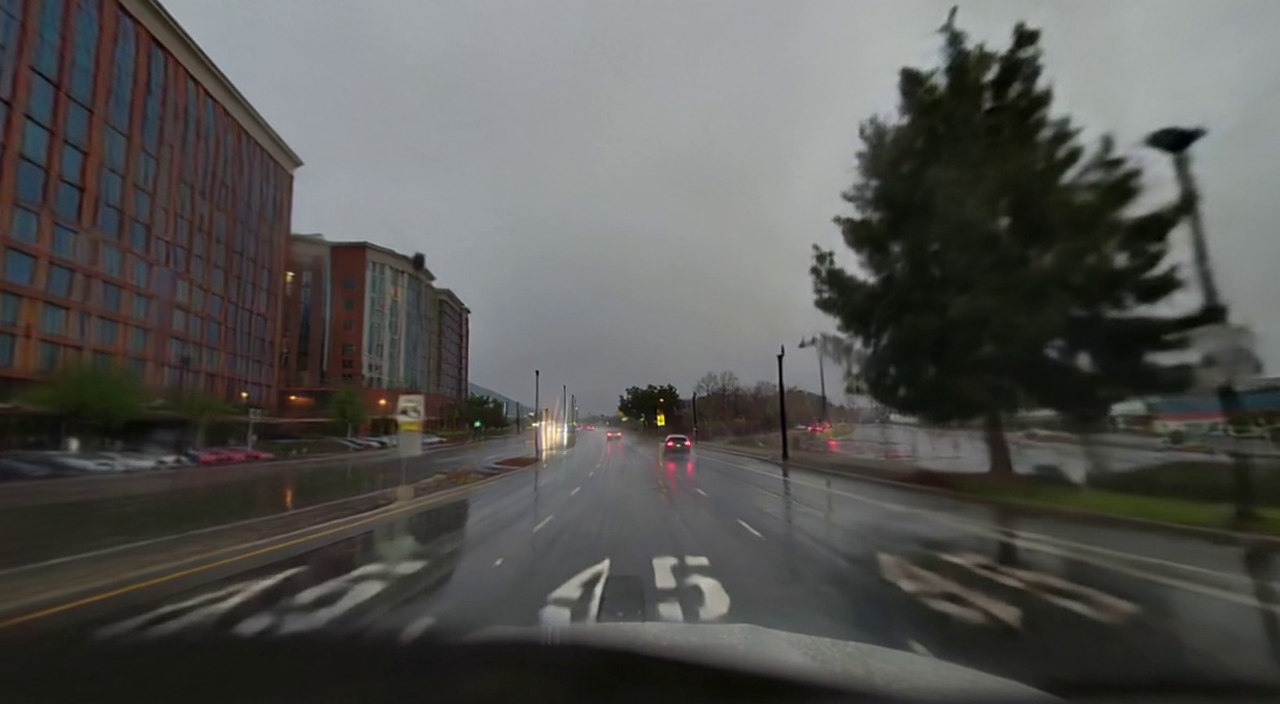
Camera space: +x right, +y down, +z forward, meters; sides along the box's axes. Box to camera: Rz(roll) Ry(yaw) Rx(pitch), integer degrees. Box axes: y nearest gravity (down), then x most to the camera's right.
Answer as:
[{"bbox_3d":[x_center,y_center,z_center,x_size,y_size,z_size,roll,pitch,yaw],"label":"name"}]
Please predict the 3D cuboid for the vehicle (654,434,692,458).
[{"bbox_3d":[2.154,6.291,42.217,2.090,1.506,4.382,0,-8,-3],"label":"vehicle"}]

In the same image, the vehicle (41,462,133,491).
[{"bbox_3d":[-29.289,6.593,33.603,1.655,1.389,3.364,0,-9,4],"label":"vehicle"}]
